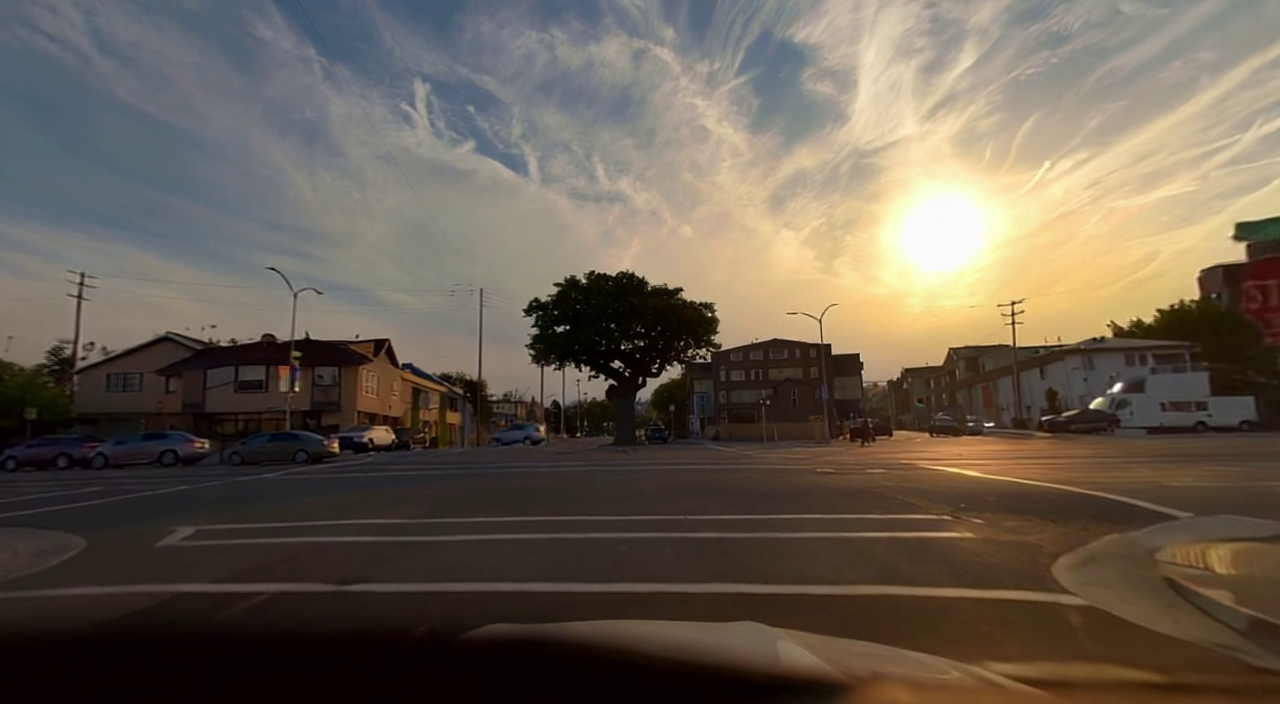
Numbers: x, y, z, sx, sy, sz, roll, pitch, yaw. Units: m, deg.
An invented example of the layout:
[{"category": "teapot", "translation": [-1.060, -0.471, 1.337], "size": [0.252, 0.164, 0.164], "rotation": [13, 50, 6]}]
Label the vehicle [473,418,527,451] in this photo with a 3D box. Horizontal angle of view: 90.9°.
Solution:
[{"category": "vehicle", "translation": [-7.682, 4.652, 35.075], "size": [2.156, 1.620, 4.945], "rotation": [3, -9, -4]}]

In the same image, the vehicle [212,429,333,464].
[{"category": "vehicle", "translation": [-15.849, 4.110, 27.299], "size": [4.233, 1.432, 1.755], "rotation": [-1, -9, 7]}]

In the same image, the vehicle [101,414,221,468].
[{"category": "vehicle", "translation": [-21.066, 3.961, 27.845], "size": [3.506, 2.261, 2.158], "rotation": [-1, -9, 7]}]

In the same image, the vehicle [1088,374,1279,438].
[{"category": "vehicle", "translation": [34.227, 3.386, 39.038], "size": [10.986, 3.604, 2.707], "rotation": [-1, -8, -4]}]

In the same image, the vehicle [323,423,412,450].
[{"category": "vehicle", "translation": [-16.643, 5.233, 38.699], "size": [2.010, 1.583, 4.582], "rotation": [-6, -11, 35]}]

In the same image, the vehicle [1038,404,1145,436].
[{"category": "vehicle", "translation": [30.140, 4.575, 42.193], "size": [5.277, 2.032, 2.408], "rotation": [0, -7, -1]}]

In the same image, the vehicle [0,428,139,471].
[{"category": "vehicle", "translation": [-25.585, 4.391, 28.350], "size": [4.696, 1.801, 1.948], "rotation": [-1, -9, 9]}]
